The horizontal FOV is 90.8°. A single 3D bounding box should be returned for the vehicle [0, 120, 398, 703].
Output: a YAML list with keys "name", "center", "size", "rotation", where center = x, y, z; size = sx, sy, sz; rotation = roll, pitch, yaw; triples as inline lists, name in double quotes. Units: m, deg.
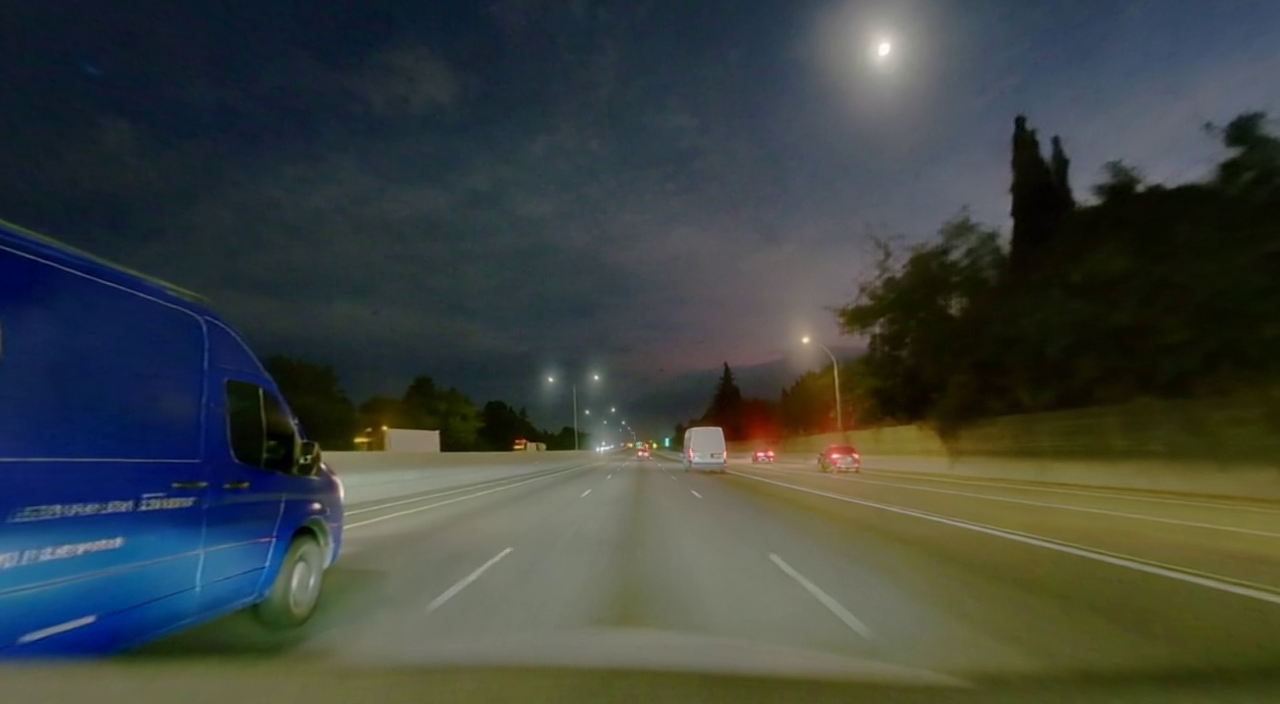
- name: "vehicle"
  center: [-3.573, 0.501, 2.860]
  size: [2.409, 2.523, 6.275]
  rotation: [0, -9, 0]

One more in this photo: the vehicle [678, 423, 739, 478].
- name: "vehicle"
  center: [3.427, 5.108, 32.829]
  size: [2.373, 2.561, 5.922]
  rotation: [0, -9, -1]
